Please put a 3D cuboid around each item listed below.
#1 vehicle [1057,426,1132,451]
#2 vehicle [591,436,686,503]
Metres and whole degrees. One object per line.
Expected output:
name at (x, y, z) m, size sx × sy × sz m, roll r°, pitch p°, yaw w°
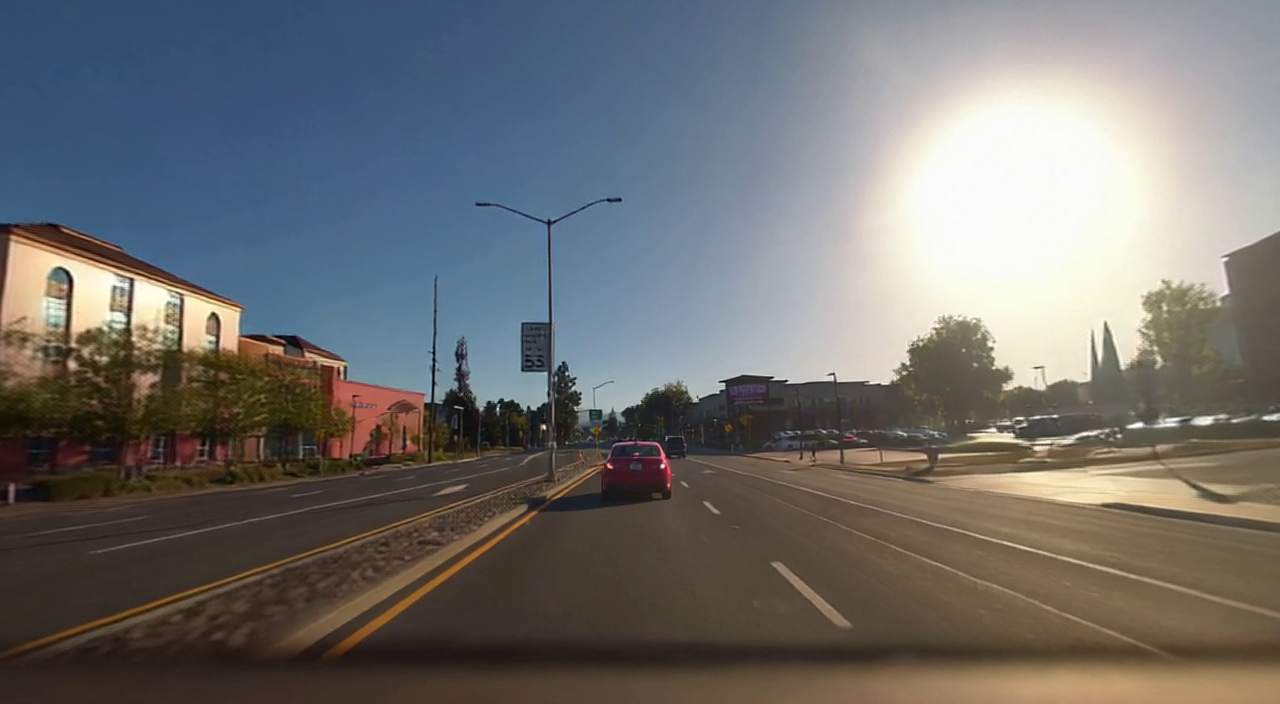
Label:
vehicle at (32.841, 6.288, 45.632) m, size 1.868 × 1.675 × 4.527 m, roll 0°, pitch -8°, yaw -3°
vehicle at (-0.070, 2.917, 16.090) m, size 2.126 × 1.475 × 3.967 m, roll 0°, pitch -8°, yaw -1°
